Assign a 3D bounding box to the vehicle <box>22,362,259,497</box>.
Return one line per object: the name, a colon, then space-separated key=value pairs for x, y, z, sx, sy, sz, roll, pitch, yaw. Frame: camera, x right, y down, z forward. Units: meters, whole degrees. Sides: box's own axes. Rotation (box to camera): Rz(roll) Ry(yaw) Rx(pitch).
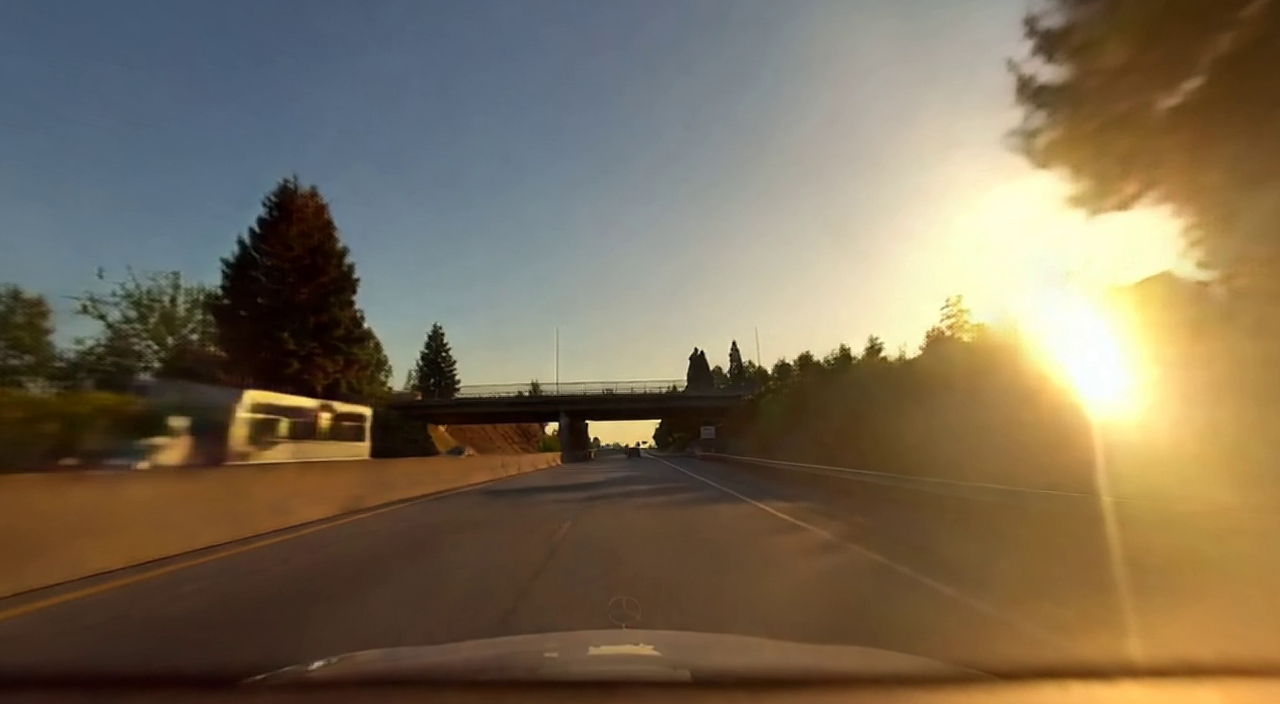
vehicle: x=-16.296 y=2.669 z=21.314 sx=3.008 sy=3.916 sz=5.886 roll=0 pitch=-9 yaw=-1
